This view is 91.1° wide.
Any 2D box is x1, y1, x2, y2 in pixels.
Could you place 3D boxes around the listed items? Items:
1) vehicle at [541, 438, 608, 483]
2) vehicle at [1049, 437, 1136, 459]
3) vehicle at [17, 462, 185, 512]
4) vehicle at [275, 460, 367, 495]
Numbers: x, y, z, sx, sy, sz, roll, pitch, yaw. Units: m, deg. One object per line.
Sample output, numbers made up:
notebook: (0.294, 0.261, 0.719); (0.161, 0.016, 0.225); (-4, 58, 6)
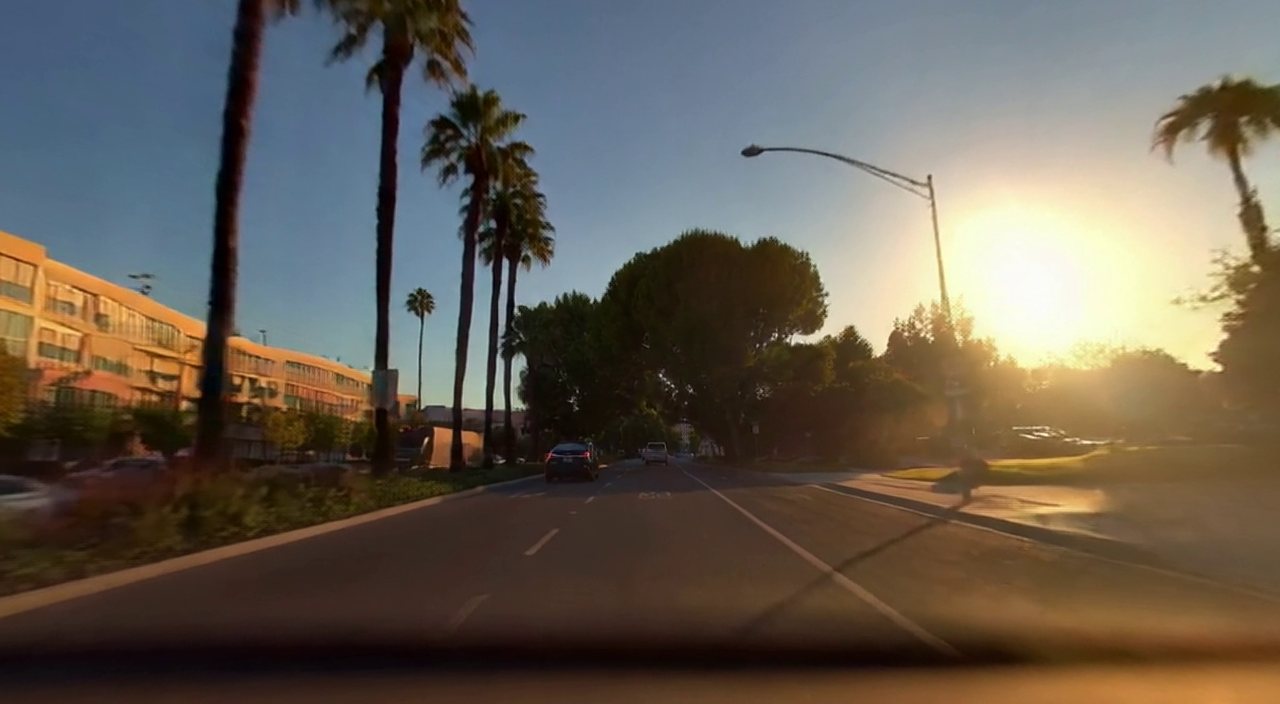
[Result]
vehicle: (-2.797, 4.803, 28.016); (2.188, 1.819, 4.667); (-1, -9, 4)
vehicle: (32.806, 7.000, 45.629); (4.637, 1.545, 1.925); (-3, -9, 19)
vehicle: (-19.769, 4.938, 23.385); (1.955, 1.514, 4.685); (0, -9, 2)
vehicle: (-15.999, 6.302, 31.789); (2.255, 1.551, 4.298); (0, -9, 2)
